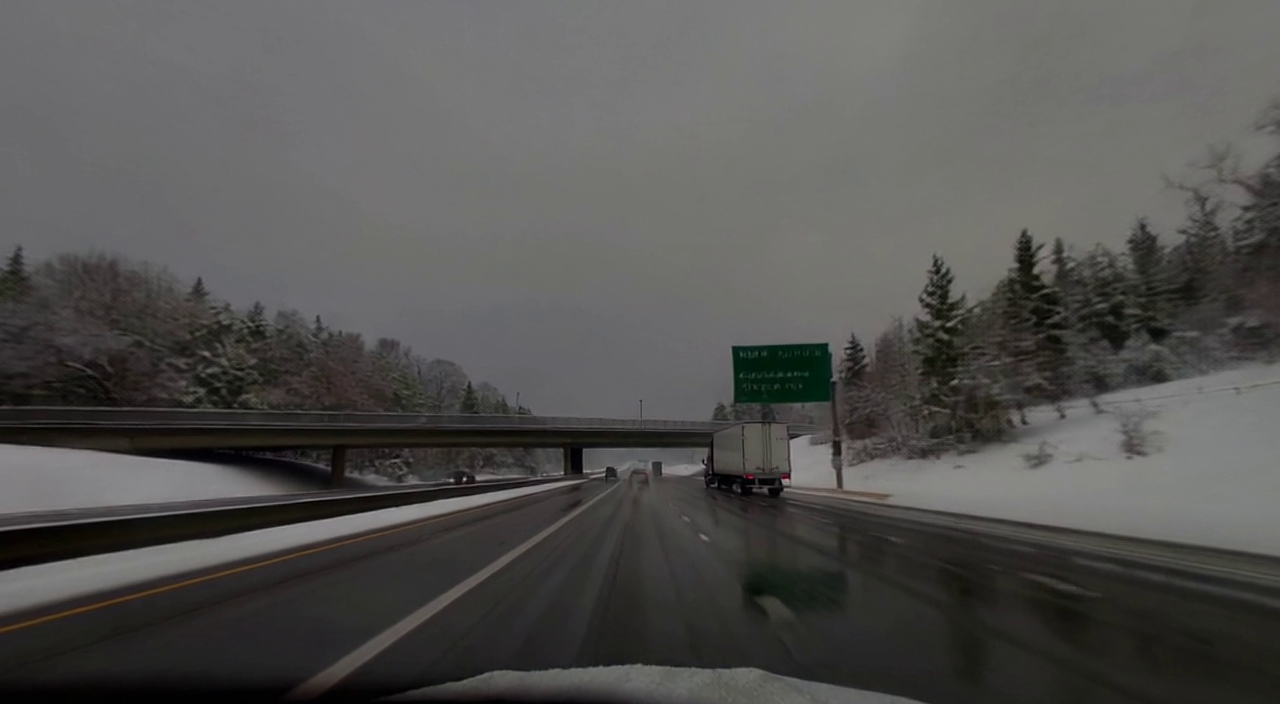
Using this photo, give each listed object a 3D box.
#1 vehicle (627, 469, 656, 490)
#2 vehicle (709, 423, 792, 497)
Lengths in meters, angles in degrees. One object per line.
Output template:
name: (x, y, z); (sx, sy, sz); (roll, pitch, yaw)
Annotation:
vehicle: (0.090, 9.364, 46.350); (2.029, 1.459, 3.684); (1, -11, -1)
vehicle: (6.983, 7.365, 42.413); (2.926, 4.073, 13.836); (1, -11, -1)
